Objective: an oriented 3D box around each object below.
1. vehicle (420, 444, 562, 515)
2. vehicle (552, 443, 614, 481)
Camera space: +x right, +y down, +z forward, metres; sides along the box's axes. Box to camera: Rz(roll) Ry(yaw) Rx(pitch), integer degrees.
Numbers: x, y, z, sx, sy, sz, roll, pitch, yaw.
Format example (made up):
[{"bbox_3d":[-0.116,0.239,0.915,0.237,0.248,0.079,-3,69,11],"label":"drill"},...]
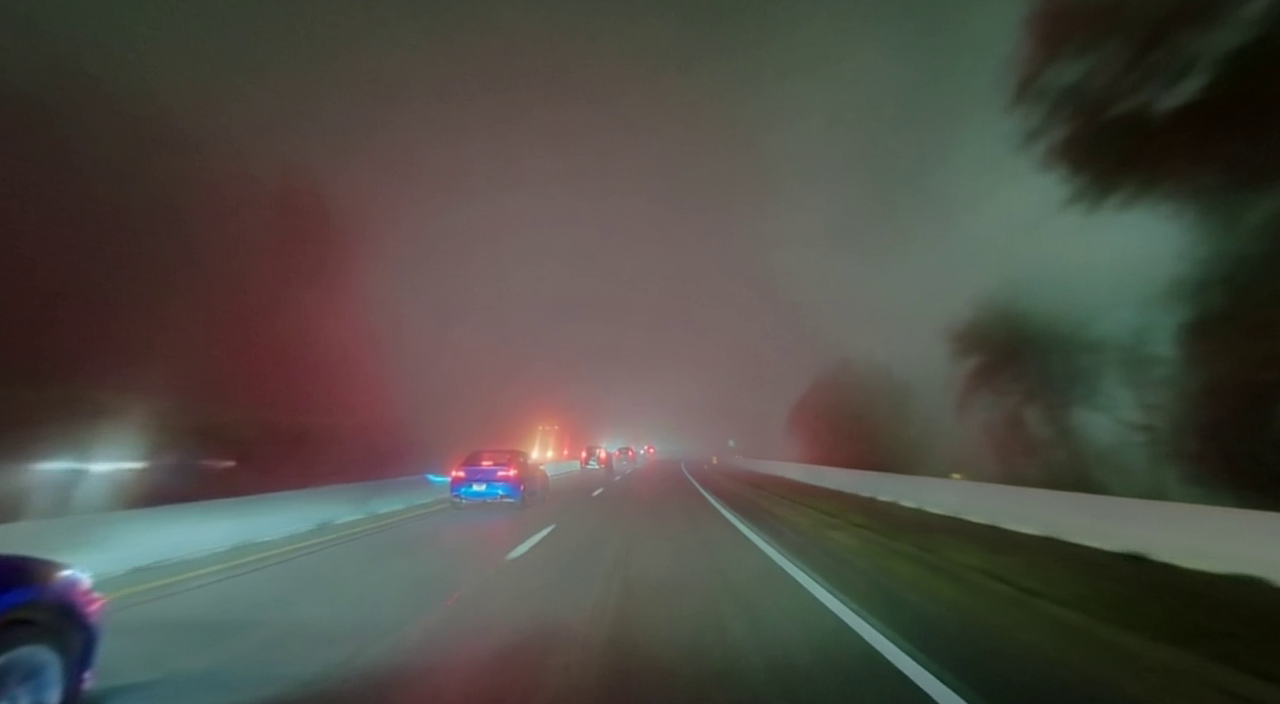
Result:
[{"bbox_3d":[-3.075,2.737,13.974,2.061,1.330,3.928,0,-9,2],"label":"vehicle"},{"bbox_3d":[-2.319,4.669,26.958,2.094,1.480,4.124,0,-9,3],"label":"vehicle"}]
